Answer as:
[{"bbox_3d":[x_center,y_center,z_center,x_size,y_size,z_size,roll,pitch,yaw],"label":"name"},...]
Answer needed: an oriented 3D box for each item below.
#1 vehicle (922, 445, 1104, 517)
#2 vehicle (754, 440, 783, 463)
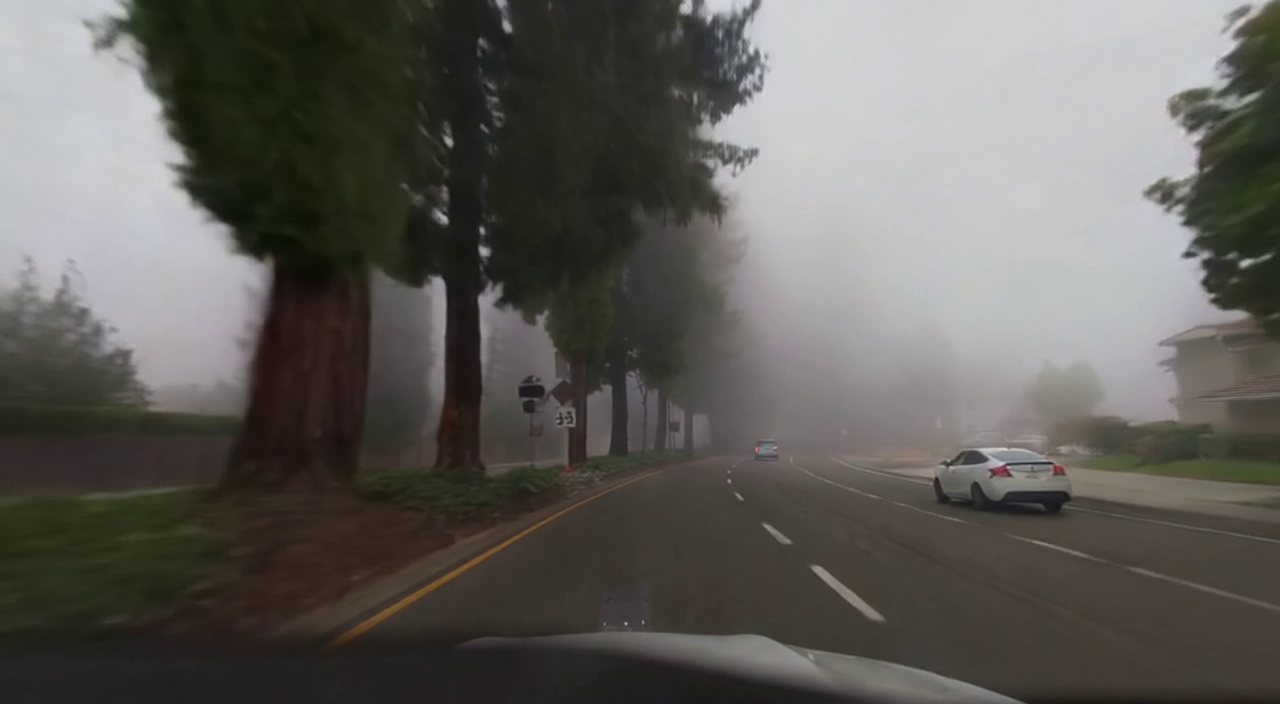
[{"bbox_3d":[8.568,2.945,15.040,1.855,1.444,4.389,-1,-8,3],"label":"vehicle"},{"bbox_3d":[9.983,7.710,49.152,1.991,1.684,4.127,-2,-8,10],"label":"vehicle"}]
